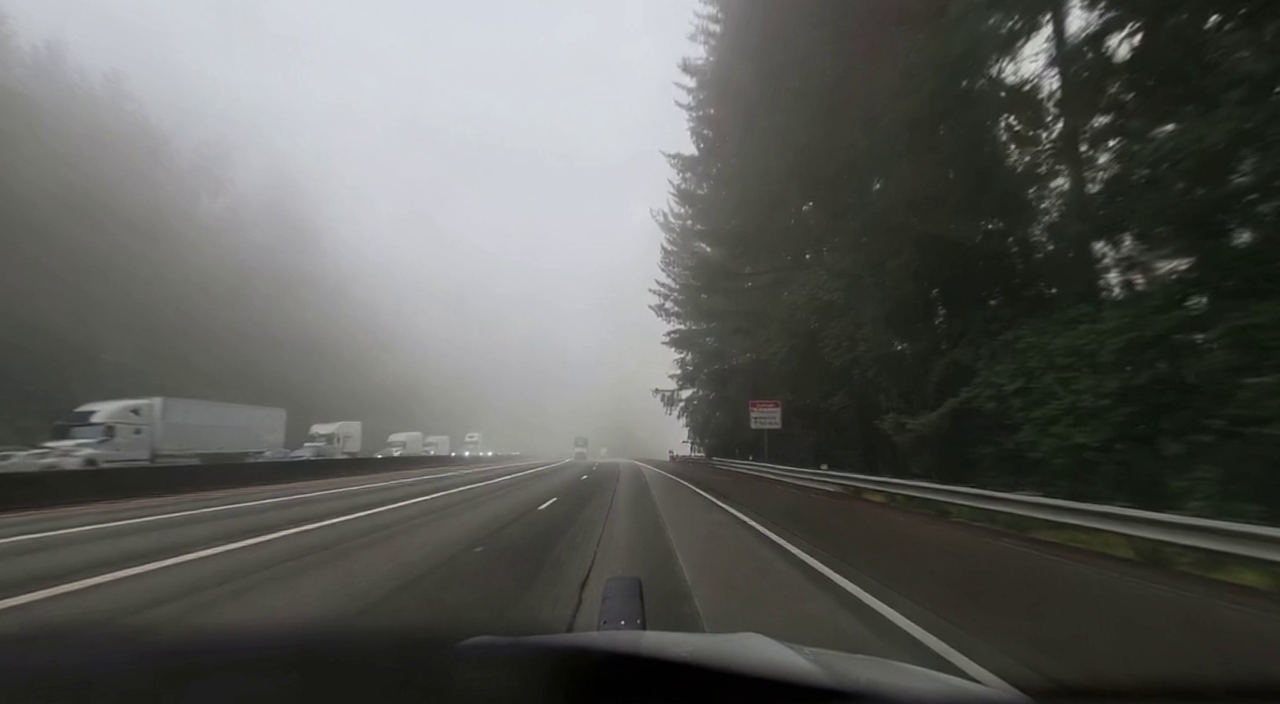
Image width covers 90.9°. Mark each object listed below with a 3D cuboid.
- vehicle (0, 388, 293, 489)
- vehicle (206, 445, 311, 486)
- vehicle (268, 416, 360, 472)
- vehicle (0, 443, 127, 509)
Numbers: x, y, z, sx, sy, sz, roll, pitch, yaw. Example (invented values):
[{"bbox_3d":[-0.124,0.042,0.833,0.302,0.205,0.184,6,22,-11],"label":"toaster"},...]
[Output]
[{"bbox_3d":[-20.797,3.980,28.311,2.982,3.454,13.488,0,-9,-1],"label":"vehicle"},{"bbox_3d":[-16.347,4.860,27.308,1.933,1.572,4.367,-1,-9,-2],"label":"vehicle"},{"bbox_3d":[-21.529,6.028,42.032,2.624,3.302,6.257,3,-7,-1],"label":"vehicle"},{"bbox_3d":[-16.293,3.208,16.606,1.897,1.542,4.336,0,-9,-1],"label":"vehicle"}]
